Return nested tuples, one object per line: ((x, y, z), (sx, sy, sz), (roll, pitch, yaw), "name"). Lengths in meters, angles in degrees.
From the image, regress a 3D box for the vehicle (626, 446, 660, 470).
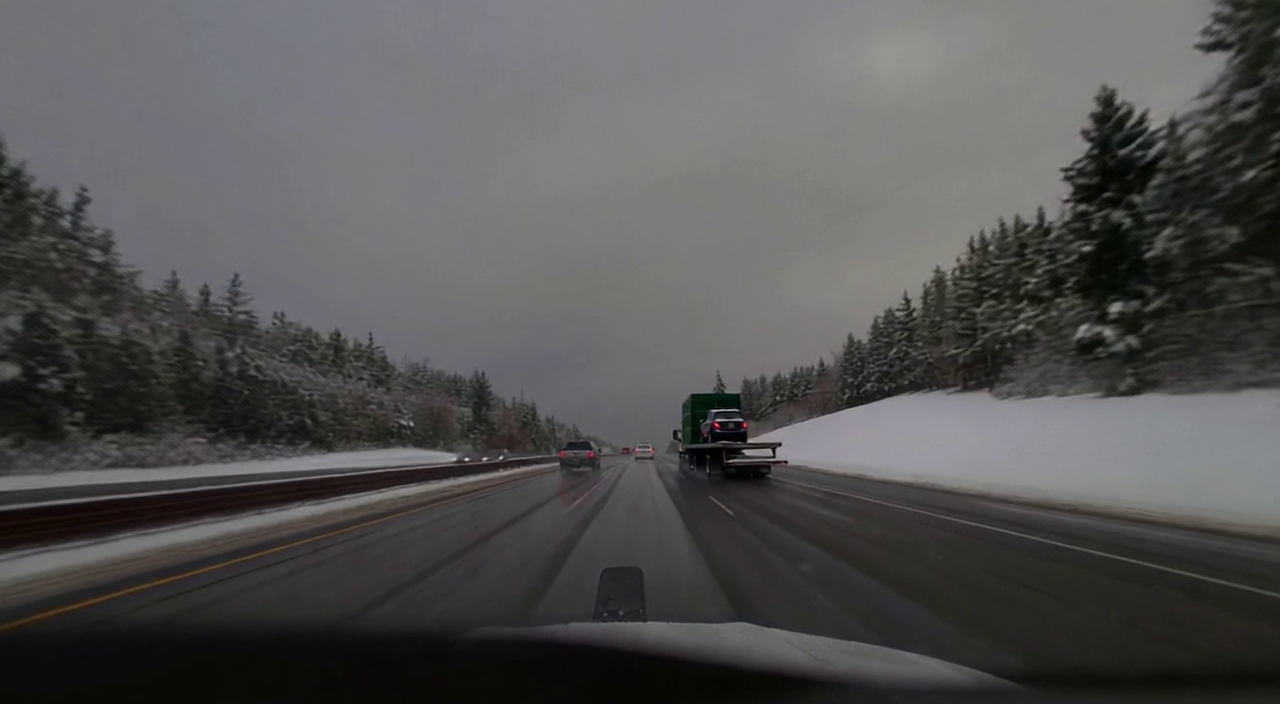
((0.199, 6.918, 41.167), (2.086, 1.497, 3.681), (0, -9, 0), "vehicle")

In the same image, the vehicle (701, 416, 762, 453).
((4.022, 3.776, 28.433), (1.968, 1.547, 4.215), (0, -9, -2), "vehicle")

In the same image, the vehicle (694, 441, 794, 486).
((4.132, 4.749, 27.296), (2.654, 1.574, 9.537), (0, -9, -1), "vehicle")

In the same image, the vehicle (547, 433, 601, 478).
((-3.188, 5.140, 31.337), (2.142, 2.044, 4.446), (0, -9, 1), "vehicle")
